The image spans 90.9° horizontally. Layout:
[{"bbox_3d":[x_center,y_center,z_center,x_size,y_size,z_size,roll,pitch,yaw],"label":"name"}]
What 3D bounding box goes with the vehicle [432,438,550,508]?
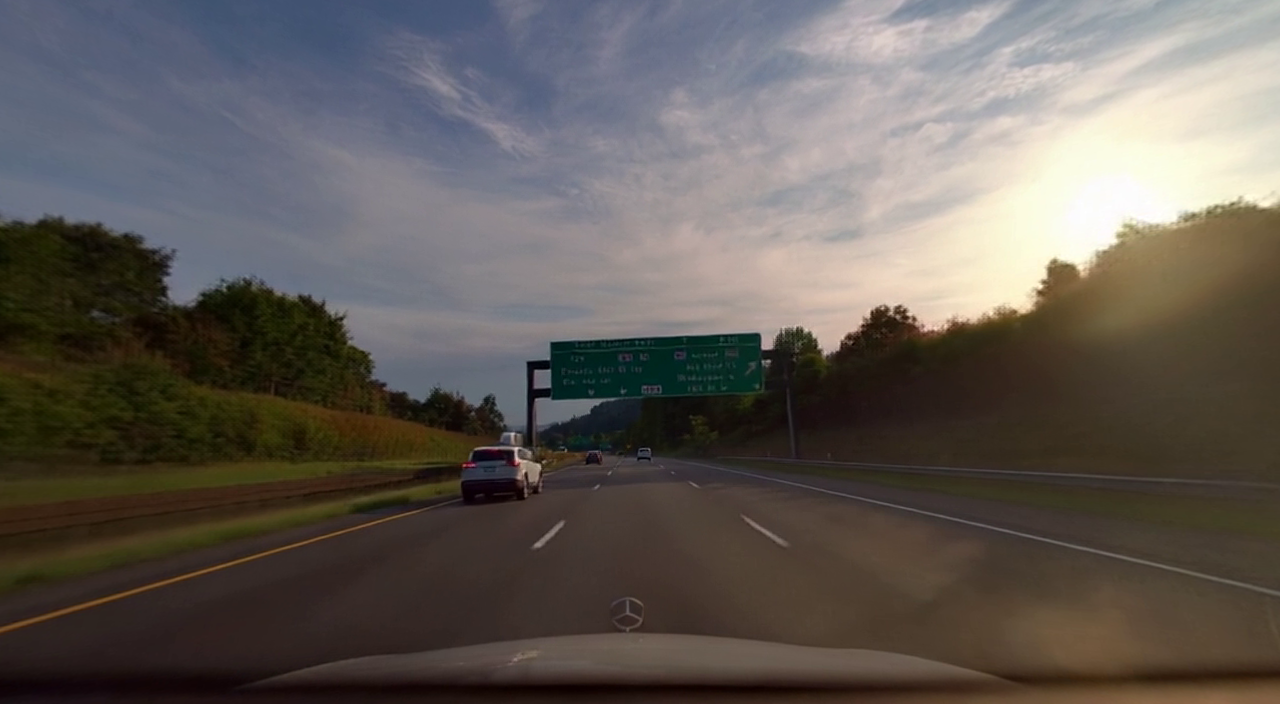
[{"bbox_3d":[-3.745,3.146,16.774,2.028,1.584,4.481,0,-9,0],"label":"vehicle"}]
